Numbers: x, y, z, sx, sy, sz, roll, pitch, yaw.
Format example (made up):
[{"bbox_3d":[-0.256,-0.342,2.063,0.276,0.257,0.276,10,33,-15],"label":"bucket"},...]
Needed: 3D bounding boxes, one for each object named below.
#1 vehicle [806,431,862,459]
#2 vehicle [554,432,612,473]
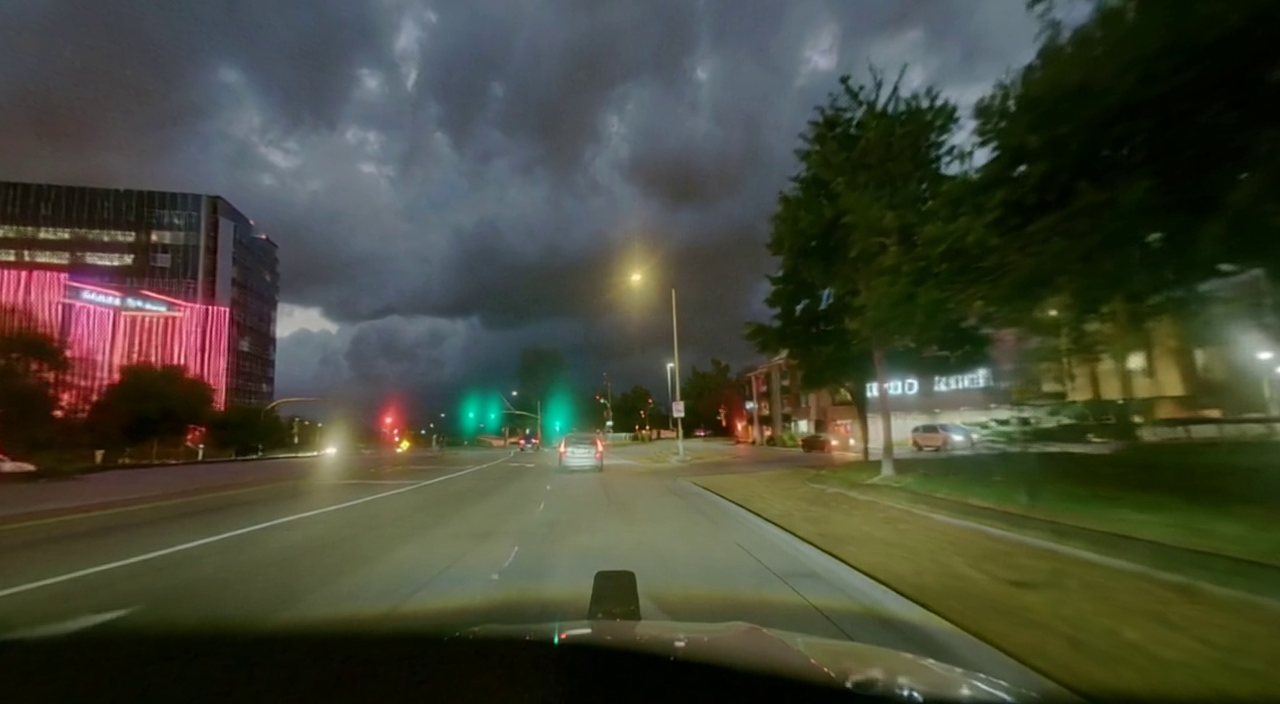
[{"bbox_3d":[15.188,7.353,49.649,1.932,1.762,4.835,2,-13,-13],"label":"vehicle"},{"bbox_3d":[-2.477,4.183,26.511,2.231,1.572,4.227,1,-8,-7],"label":"vehicle"}]
